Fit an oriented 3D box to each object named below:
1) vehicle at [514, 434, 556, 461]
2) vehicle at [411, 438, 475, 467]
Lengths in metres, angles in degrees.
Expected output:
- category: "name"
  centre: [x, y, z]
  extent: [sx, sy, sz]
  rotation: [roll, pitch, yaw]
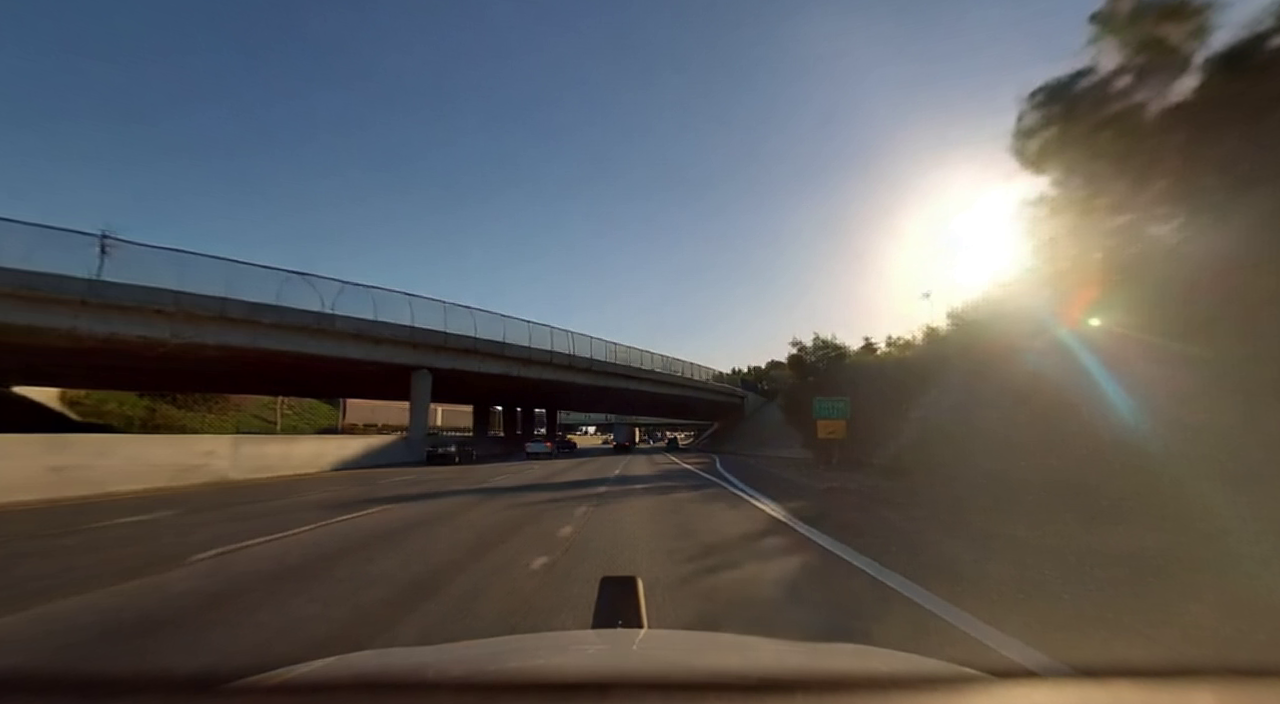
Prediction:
- category: "vehicle"
  centre: [-6.741, 6.154, 40.704]
  extent: [1.979, 1.646, 4.096]
  rotation: [0, -7, 0]
- category: "vehicle"
  centre: [-10.289, 5.251, 33.168]
  extent: [1.976, 1.413, 4.088]
  rotation: [0, -7, 1]
